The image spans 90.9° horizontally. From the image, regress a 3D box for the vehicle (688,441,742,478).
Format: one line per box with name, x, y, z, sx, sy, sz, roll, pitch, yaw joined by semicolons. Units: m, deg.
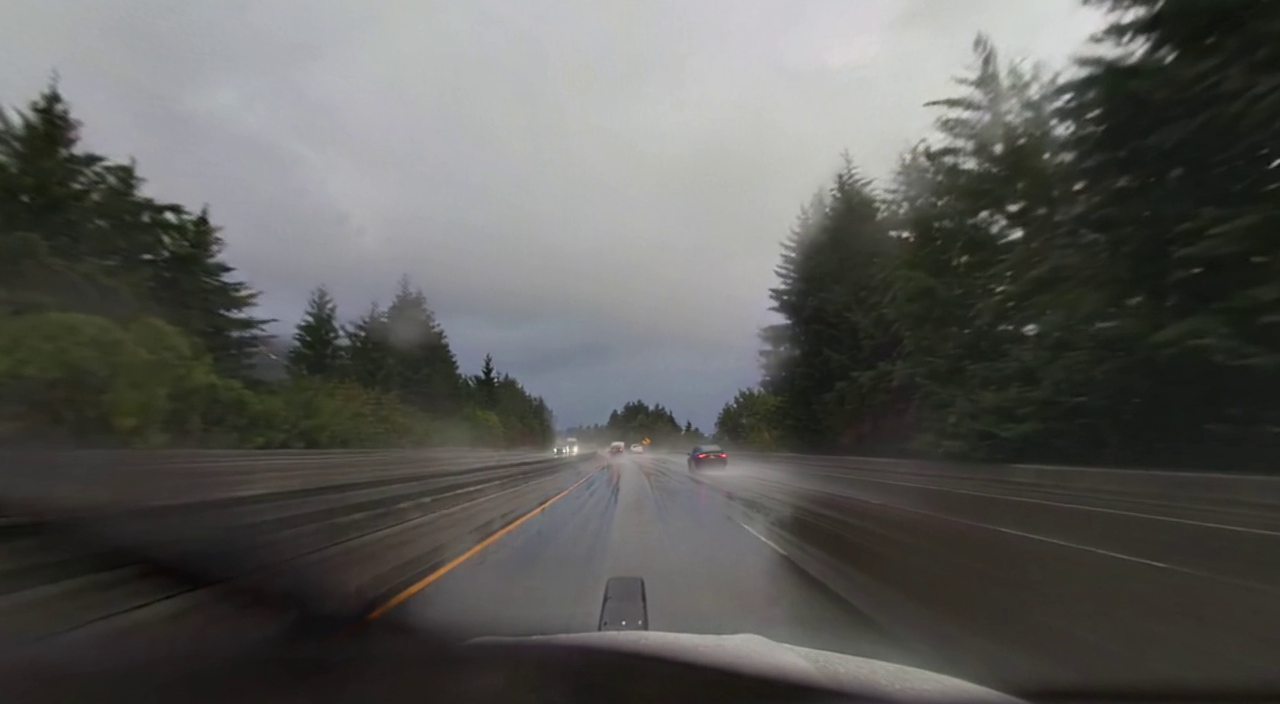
vehicle;3.583;5.239;30.876;1.933;1.663;4.440;0;-9;-2
